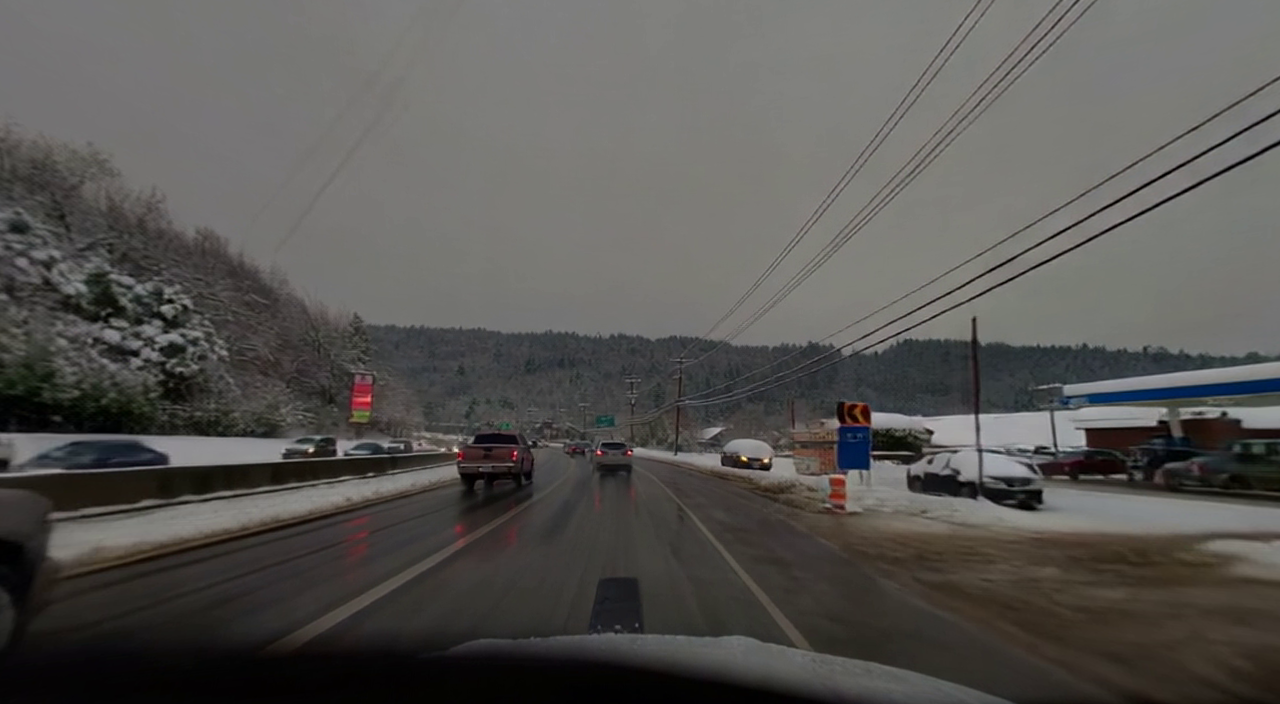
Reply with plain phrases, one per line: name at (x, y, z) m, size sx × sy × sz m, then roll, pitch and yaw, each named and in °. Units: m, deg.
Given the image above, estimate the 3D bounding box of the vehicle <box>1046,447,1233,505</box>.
vehicle at (17.258, 4.231, 22.227) m, size 1.986 × 1.771 × 4.809 m, roll 2°, pitch -9°, yaw -14°

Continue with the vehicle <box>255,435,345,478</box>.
vehicle at (-14.317, 4.420, 26.896) m, size 1.817 × 1.670 × 3.890 m, roll 0°, pitch -8°, yaw -3°

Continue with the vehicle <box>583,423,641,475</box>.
vehicle at (-1.457, 4.648, 30.439) m, size 2.486 × 2.280 × 5.291 m, roll 1°, pitch -8°, yaw -5°

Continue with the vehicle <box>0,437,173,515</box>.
vehicle at (-13.165, 2.686, 14.248) m, size 1.888 × 1.456 × 4.537 m, roll 0°, pitch -8°, yaw -2°

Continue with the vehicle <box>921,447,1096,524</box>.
vehicle at (9.207, 3.319, 16.292) m, size 1.933 × 1.480 × 4.249 m, roll 2°, pitch -6°, yaw -1°

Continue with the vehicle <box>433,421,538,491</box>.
vehicle at (-4.965, 3.447, 21.323) m, size 2.345 × 2.012 × 5.693 m, roll 0°, pitch -8°, yaw -3°

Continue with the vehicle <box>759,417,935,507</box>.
vehicle at (5.755, 3.204, 18.943) m, size 2.706 × 2.199 × 6.527 m, roll 0°, pitch -8°, yaw -4°

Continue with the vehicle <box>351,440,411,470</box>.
vehicle at (-14.830, 5.885, 36.434) m, size 1.930 × 1.591 × 4.408 m, roll 1°, pitch -8°, yaw -5°
